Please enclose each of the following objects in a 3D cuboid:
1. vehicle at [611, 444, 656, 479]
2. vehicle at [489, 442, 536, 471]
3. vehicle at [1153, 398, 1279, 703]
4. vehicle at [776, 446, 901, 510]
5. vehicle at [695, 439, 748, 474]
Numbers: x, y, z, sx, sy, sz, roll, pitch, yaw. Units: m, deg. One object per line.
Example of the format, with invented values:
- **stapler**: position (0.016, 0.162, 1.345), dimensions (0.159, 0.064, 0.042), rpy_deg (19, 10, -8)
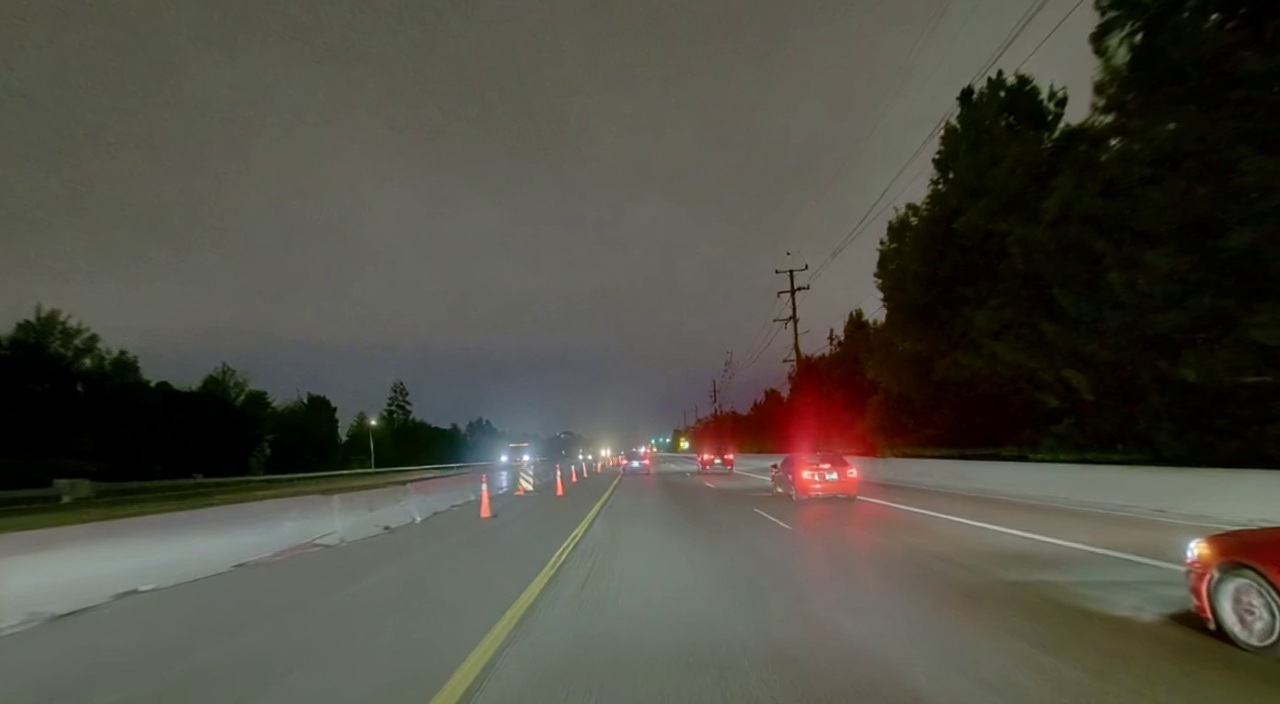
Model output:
- **vehicle**: position (-0.280, 5.374, 31.295), dimensions (2.096, 1.583, 4.150), rpy_deg (0, -8, 0)
- **vehicle**: position (-8.476, 6.975, 42.366), dimensions (2.066, 1.811, 4.683), rpy_deg (0, -8, 2)
- **vehicle**: position (4.304, 0.799, 1.718), dimensions (1.997, 1.568, 4.529), rpy_deg (0, -8, 0)
- **vehicle**: position (4.884, 3.126, 16.143), dimensions (1.881, 1.409, 4.016), rpy_deg (0, -8, 0)
- **vehicle**: position (4.911, 6.385, 38.882), dimensions (2.559, 1.943, 5.610), rpy_deg (0, -8, 0)
